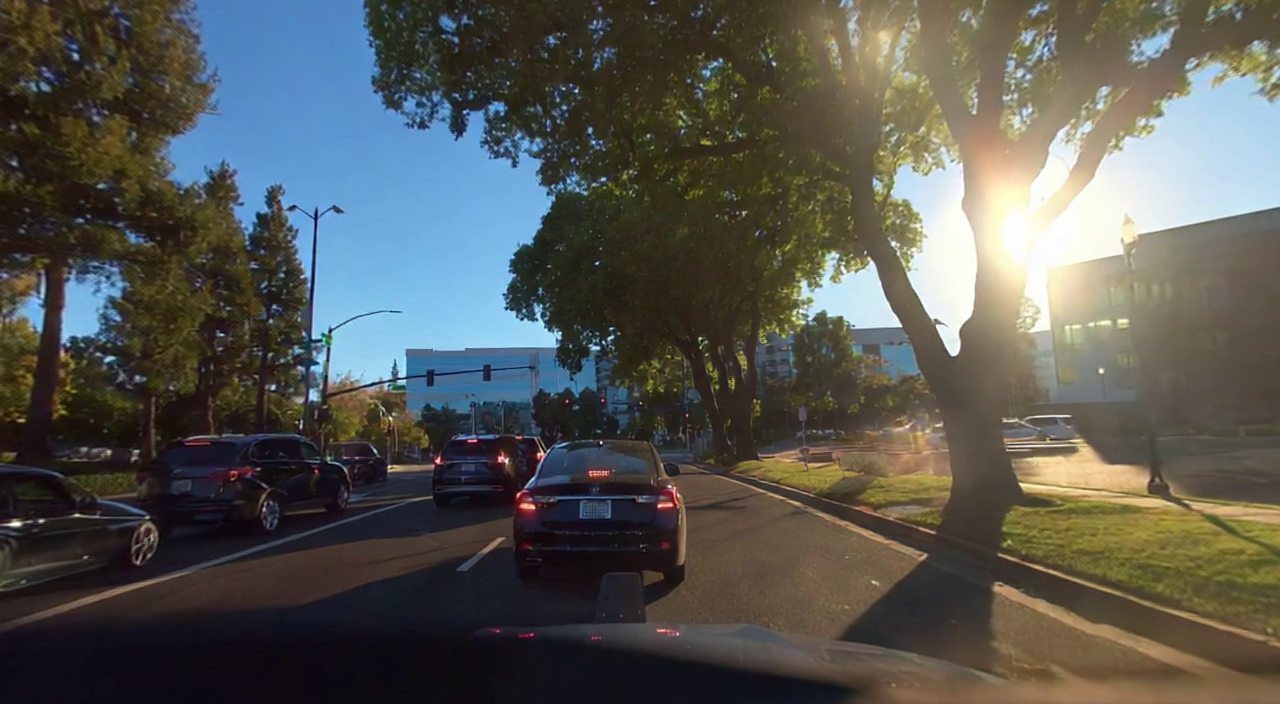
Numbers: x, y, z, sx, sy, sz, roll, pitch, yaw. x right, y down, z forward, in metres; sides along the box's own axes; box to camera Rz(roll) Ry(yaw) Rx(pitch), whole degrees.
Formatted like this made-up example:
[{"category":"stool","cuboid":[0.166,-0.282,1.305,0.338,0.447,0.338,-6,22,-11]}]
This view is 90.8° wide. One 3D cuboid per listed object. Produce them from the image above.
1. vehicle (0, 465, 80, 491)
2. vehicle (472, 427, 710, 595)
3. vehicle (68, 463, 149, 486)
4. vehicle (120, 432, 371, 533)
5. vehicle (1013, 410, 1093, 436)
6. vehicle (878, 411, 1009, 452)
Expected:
[{"category":"vehicle","cuboid":[-36.610,7.555,37.930,4.093,1.440,1.804,0,-9,-2]},{"category":"vehicle","cuboid":[-0.420,1.712,7.631,2.104,1.472,3.946,0,-9,1]},{"category":"vehicle","cuboid":[-36.376,8.389,43.295,3.918,1.423,1.861,0,-9,1]},{"category":"vehicle","cuboid":[-7.275,2.431,12.356,2.096,1.593,4.288,0,-9,1]},{"category":"vehicle","cuboid":[30.239,5.259,46.454,4.627,1.671,1.929,-5,-10,28]},{"category":"vehicle","cuboid":[13.922,3.701,29.227,4.975,1.809,1.956,0,-9,1]}]
